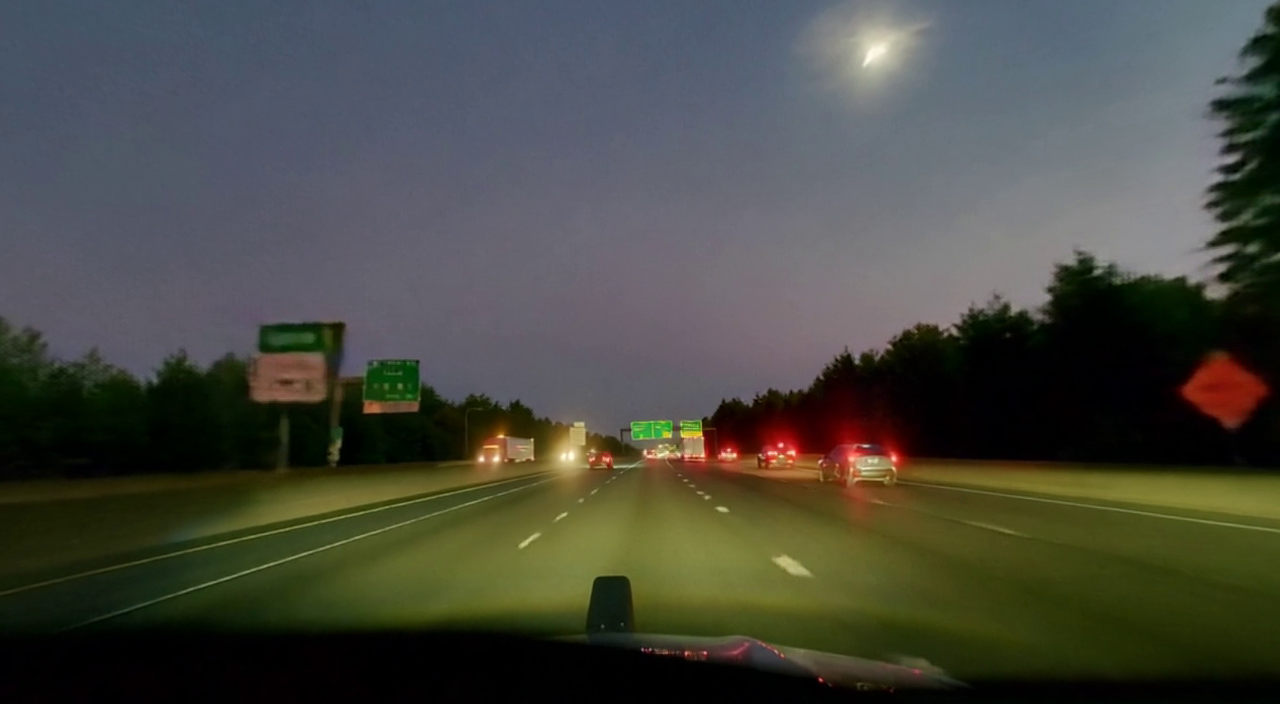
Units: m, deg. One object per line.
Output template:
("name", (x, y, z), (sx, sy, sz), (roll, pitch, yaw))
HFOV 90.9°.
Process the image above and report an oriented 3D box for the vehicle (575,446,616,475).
("vehicle", (-2.677, 6.684, 39.019), (2.086, 1.650, 4.122), (-1, -9, 2))
